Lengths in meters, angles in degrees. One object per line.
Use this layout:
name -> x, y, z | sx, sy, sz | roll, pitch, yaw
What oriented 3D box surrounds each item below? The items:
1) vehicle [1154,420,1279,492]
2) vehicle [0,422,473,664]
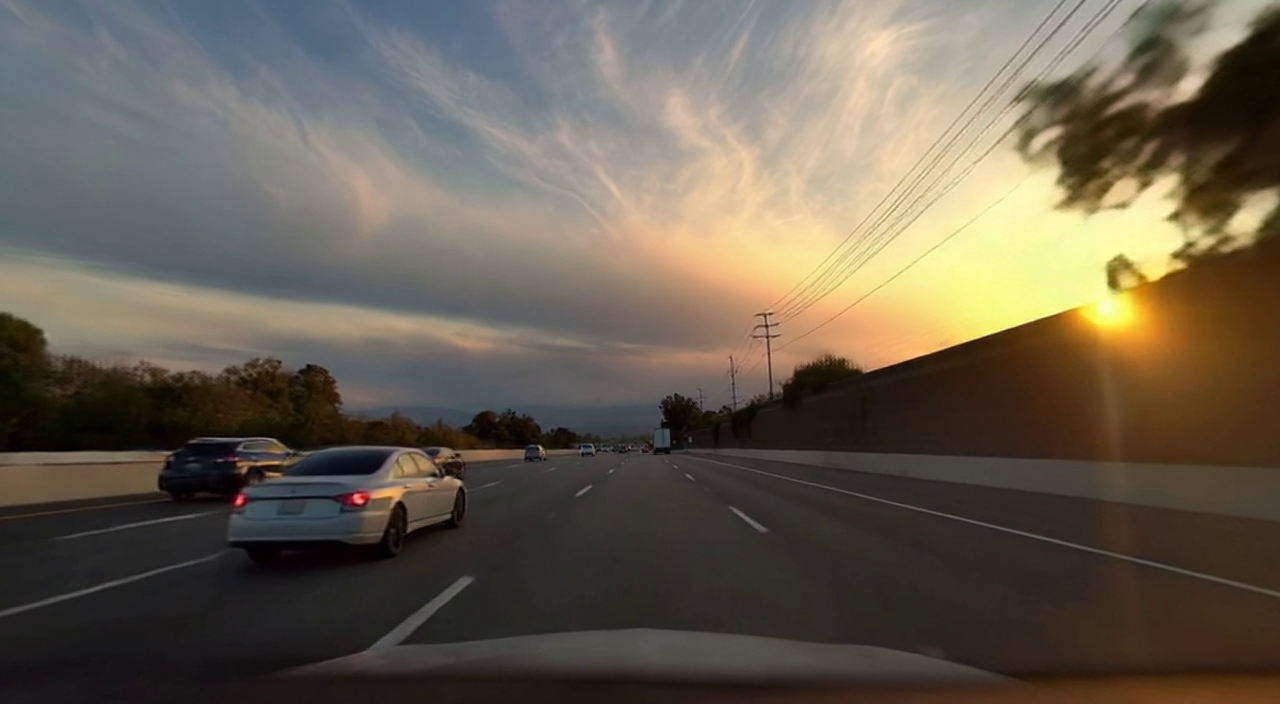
vehicle -> 18.576, 2.983, 18.091 | 2.272, 1.938, 5.988 | 0, -9, -3
vehicle -> -3.503, 1.610, 6.592 | 2.045, 1.532, 4.954 | 0, -9, 1
